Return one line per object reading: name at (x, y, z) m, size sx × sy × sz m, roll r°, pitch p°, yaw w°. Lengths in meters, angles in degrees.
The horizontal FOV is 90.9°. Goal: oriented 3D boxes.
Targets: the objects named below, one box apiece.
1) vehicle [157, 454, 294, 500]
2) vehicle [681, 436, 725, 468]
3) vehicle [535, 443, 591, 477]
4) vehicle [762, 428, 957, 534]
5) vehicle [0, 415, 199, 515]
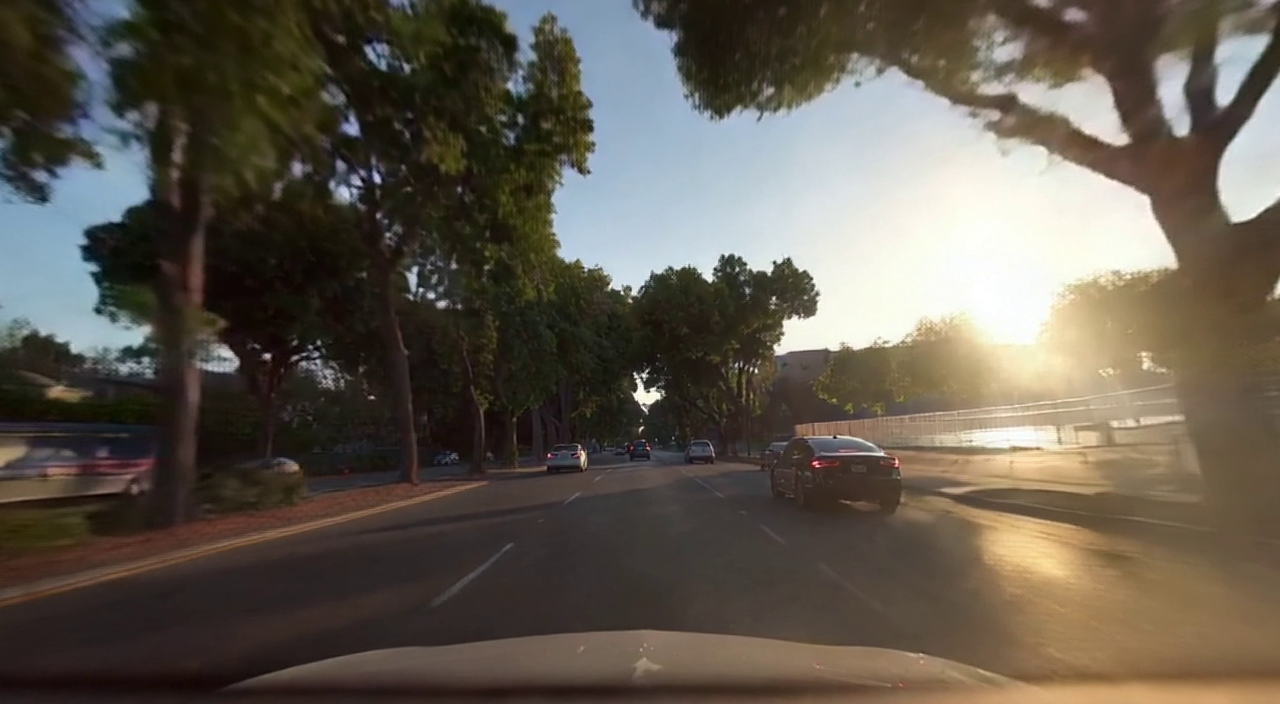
vehicle at (-15.645, 4.722, 24.188) m, size 2.046 × 1.482 × 4.697 m, roll 0°, pitch -8°, yaw 1°
vehicle at (3.473, 5.614, 35.620) m, size 1.980 × 1.709 × 4.367 m, roll 0°, pitch -8°, yaw -1°
vehicle at (-3.328, 4.741, 28.003) m, size 2.013 × 1.354 × 3.908 m, roll 0°, pitch -8°, yaw 0°
vehicle at (3.580, 2.167, 11.244) m, size 1.919 × 1.502 × 4.232 m, roll 0°, pitch -8°, yaw 0°
vehicle at (-22.505, 4.220, 24.255) m, size 2.816 × 3.267 × 11.356 m, roll 0°, pitch -8°, yaw 0°
